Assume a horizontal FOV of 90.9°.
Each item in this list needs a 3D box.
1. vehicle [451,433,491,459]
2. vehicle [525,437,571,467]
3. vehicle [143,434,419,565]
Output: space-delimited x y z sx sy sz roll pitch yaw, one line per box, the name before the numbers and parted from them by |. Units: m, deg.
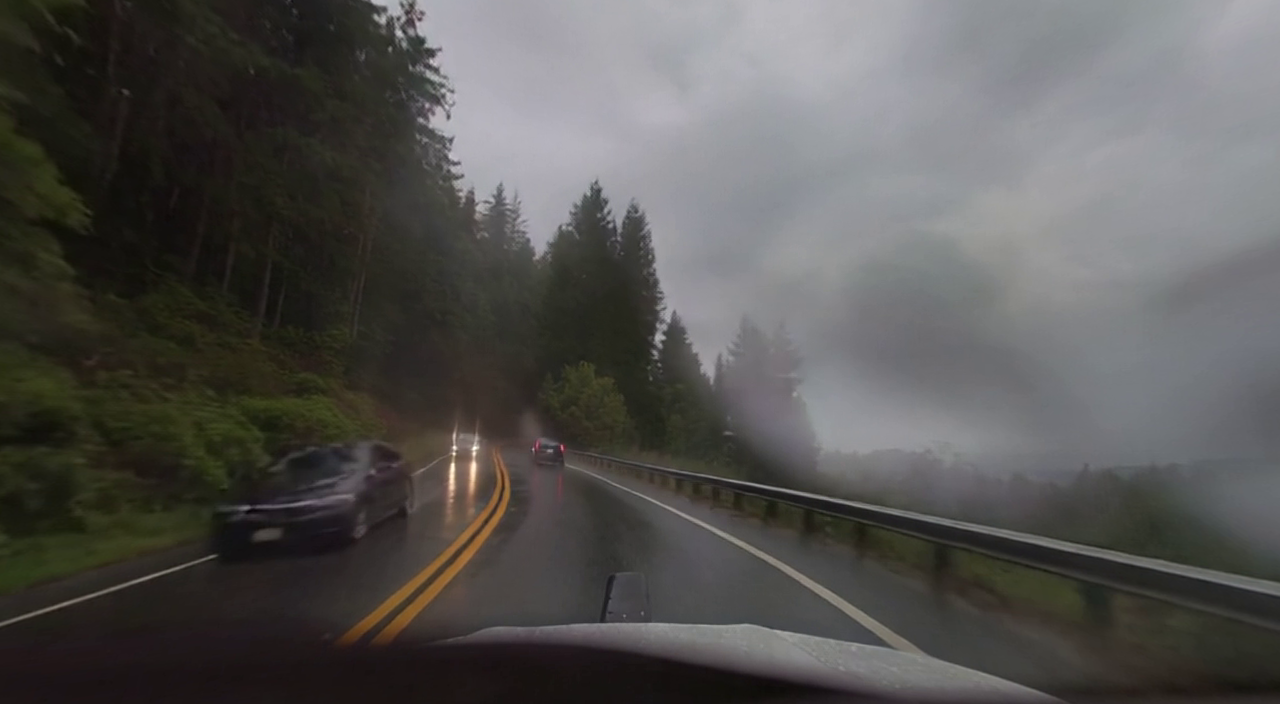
vehicle | -10.599 5.956 39.888 2.133 1.526 4.308 2 -9 -12
vehicle | -5.012 5.336 33.869 2.120 1.491 4.349 2 -9 -12
vehicle | -5.310 2.183 10.279 2.167 1.602 4.548 1 -8 -6
